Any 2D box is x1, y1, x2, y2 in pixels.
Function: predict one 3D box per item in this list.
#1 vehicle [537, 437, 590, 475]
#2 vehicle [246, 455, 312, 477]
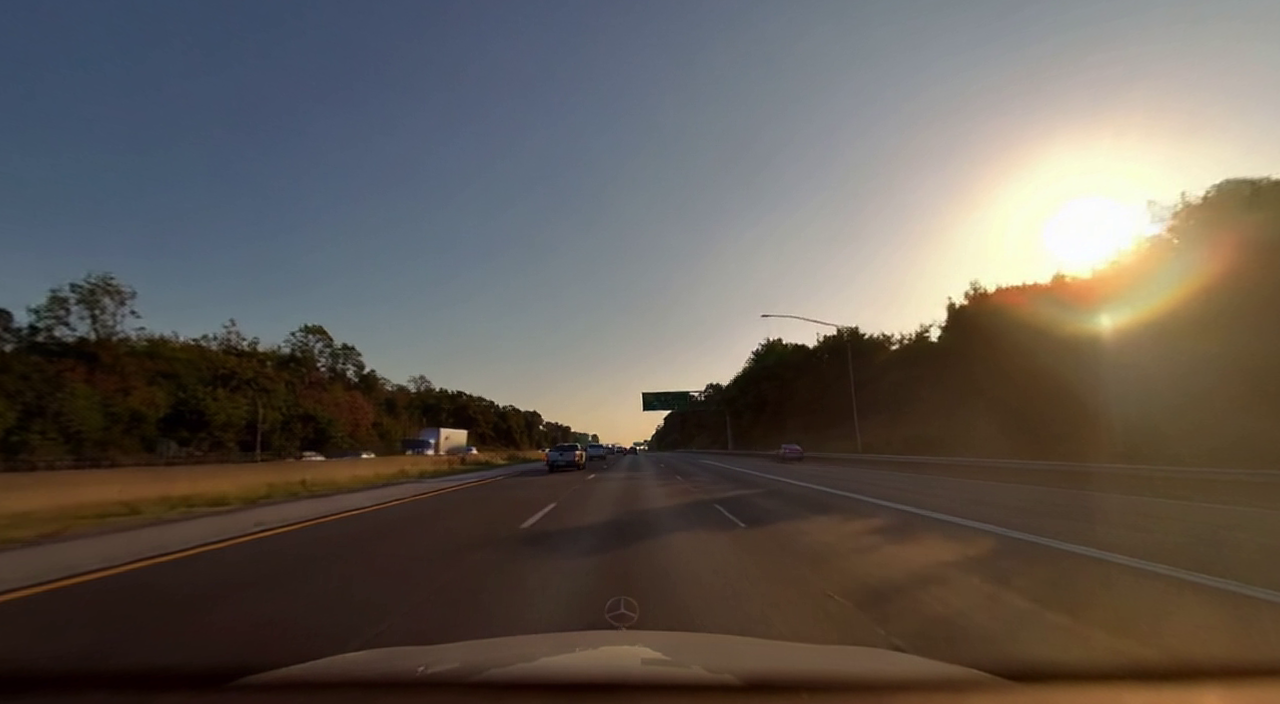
[{"bbox_3d":[-3.799,5.246,32.104,2.114,1.774,4.427,0,-9,0],"label":"vehicle"},{"bbox_3d":[-26.390,8.342,46.377,1.914,1.493,4.841,0,-9,1],"label":"vehicle"}]
